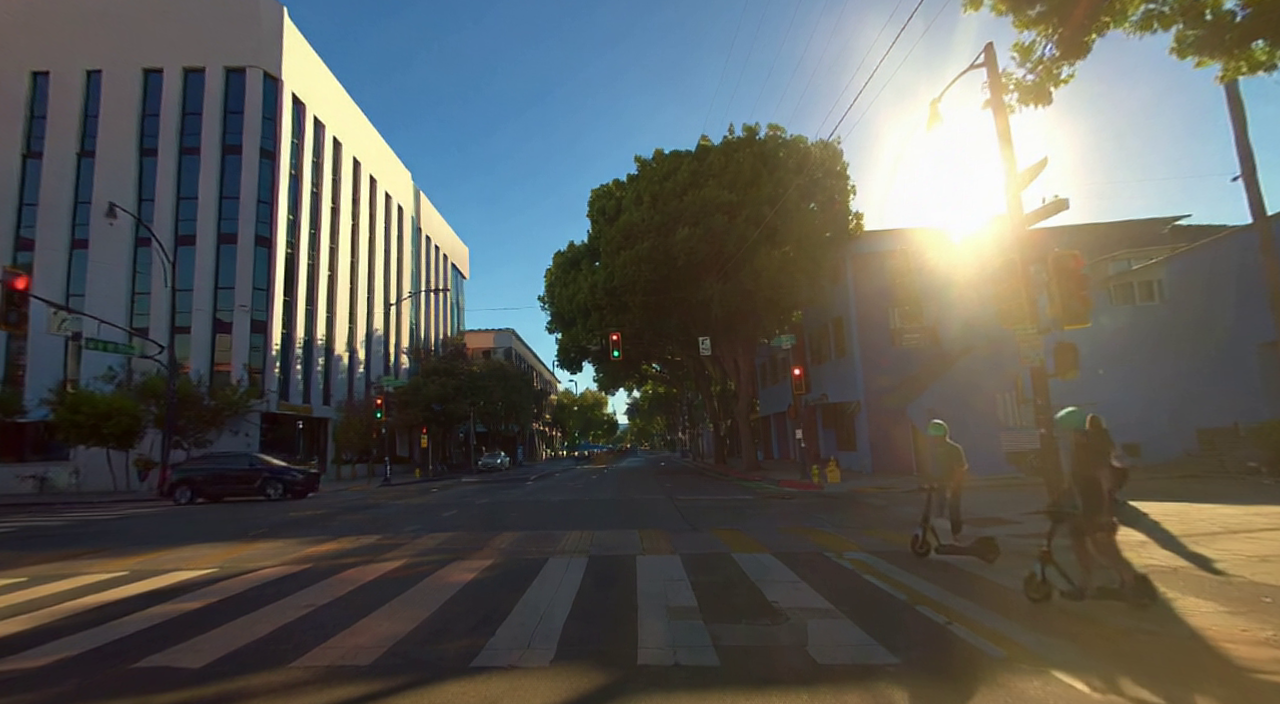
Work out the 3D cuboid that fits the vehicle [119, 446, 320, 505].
[{"bbox_3d":[-12.749,3.752,19.537,4.641,1.616,2.051,1,-9,-11],"label":"vehicle"}]
